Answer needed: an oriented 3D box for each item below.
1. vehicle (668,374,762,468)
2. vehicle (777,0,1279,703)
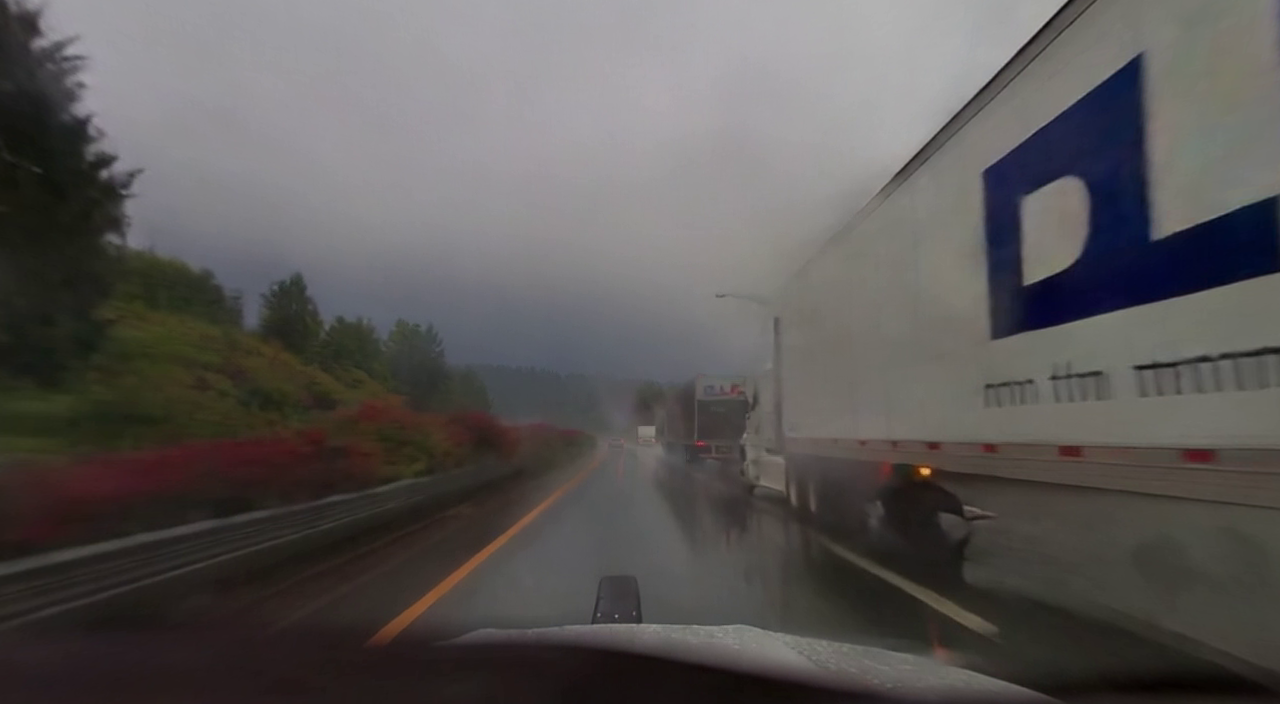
[{"bbox_3d":[3.550,3.956,34.298,2.871,4.072,14.183,0,-8,-2],"label":"vehicle"},{"bbox_3d":[3.950,-0.335,3.410,2.863,4.031,14.678,0,-8,-1],"label":"vehicle"}]
